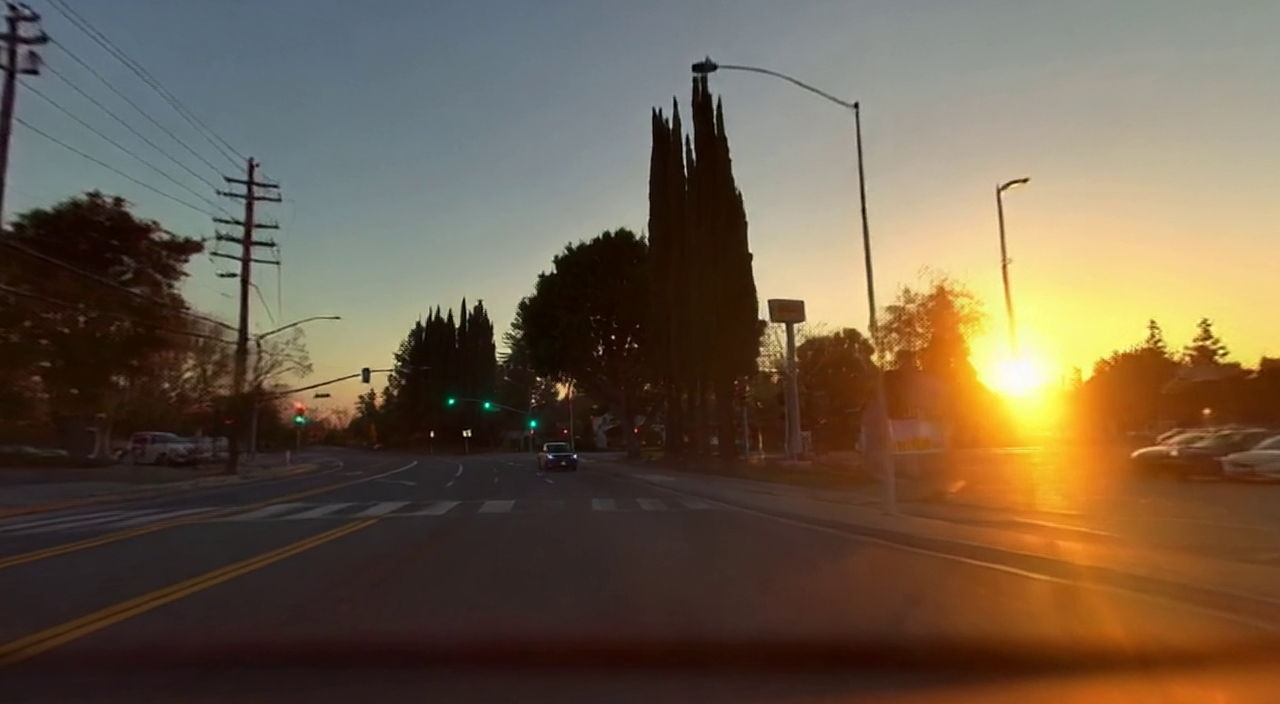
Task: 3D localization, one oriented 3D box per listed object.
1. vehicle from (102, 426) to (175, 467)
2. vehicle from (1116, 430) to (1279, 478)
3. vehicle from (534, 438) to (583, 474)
[{"bbox_3d":[-32.267,6.122,40.456,2.427,2.514,2.560,-4,-10,21],"label":"vehicle"},{"bbox_3d":[18.961,3.398,21.023,4.677,1.494,1.960,1,-9,-9],"label":"vehicle"},{"bbox_3d":[-4.737,5.914,35.937,2.300,1.868,4.690,2,-9,-13],"label":"vehicle"}]
